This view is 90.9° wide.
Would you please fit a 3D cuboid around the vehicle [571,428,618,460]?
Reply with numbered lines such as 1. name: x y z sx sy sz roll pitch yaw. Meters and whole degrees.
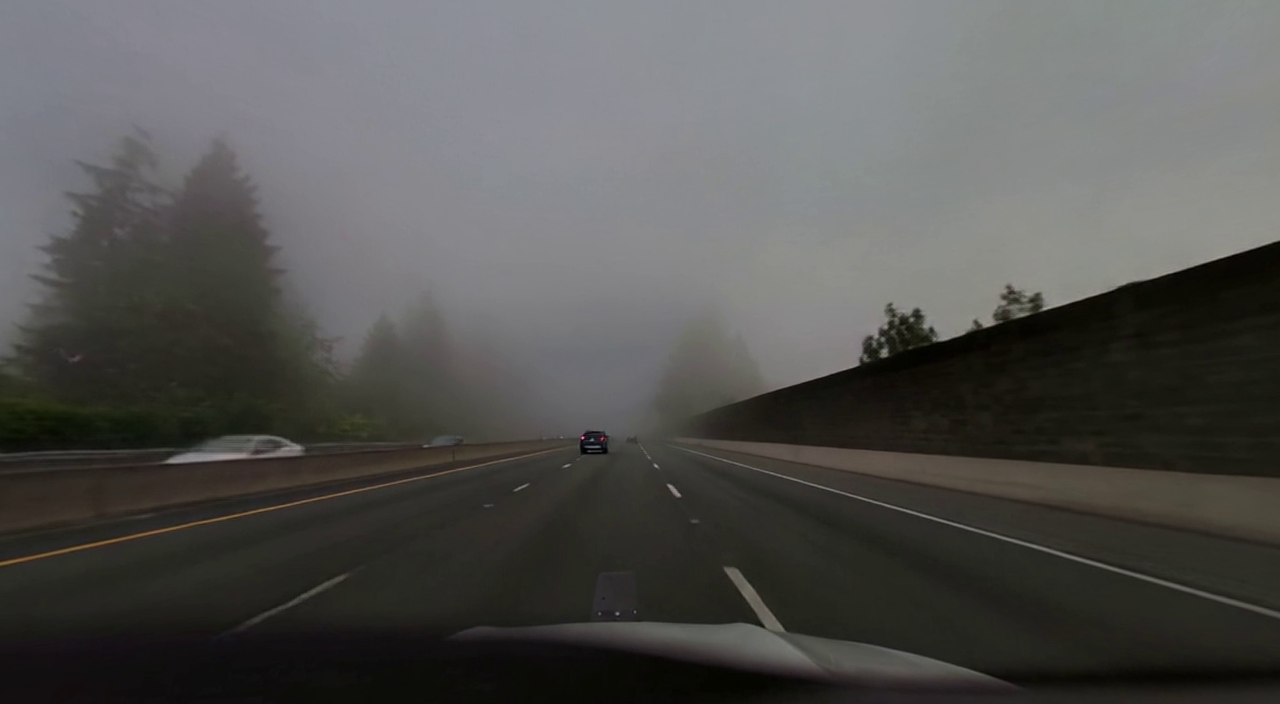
1. vehicle: -2.538 5.278 36.380 2.306 1.730 4.606 0 -8 1

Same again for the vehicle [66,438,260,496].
1. vehicle: -13.711 3.284 18.593 2.049 1.445 4.697 0 -8 0
